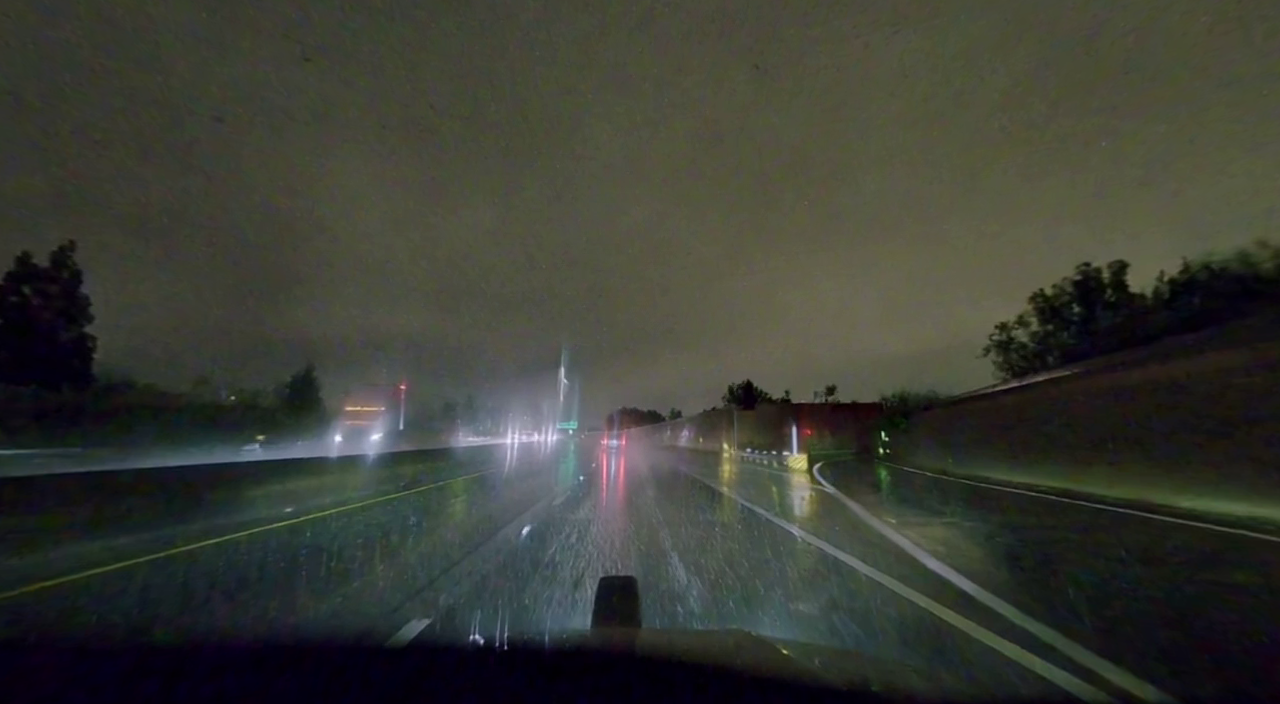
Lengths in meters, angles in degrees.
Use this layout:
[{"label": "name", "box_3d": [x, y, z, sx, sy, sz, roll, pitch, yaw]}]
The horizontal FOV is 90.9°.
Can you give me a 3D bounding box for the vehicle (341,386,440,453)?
[{"label": "vehicle", "box_3d": [-17.886, 5.112, 46.392, 2.953, 4.309, 11.639, 0, -8, -2]}]
